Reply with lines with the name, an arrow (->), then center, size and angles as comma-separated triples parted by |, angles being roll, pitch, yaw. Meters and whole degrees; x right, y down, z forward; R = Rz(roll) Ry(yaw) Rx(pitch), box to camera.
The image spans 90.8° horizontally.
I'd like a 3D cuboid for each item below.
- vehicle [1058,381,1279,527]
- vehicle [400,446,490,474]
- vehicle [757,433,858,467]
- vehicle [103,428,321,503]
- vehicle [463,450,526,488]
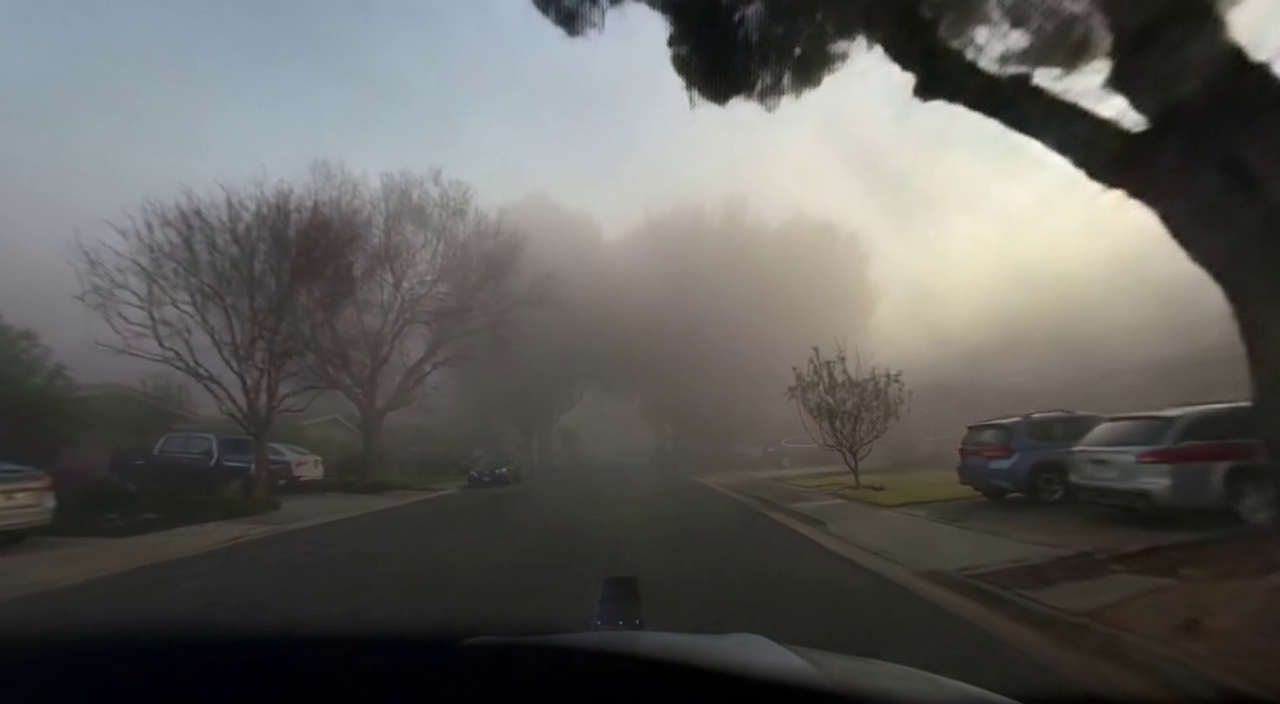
vehicle -> 8.571, 1.378, 8.620 | 4.334, 1.750, 1.900 | 1, -8, -1
vehicle -> -12.122, 6.749, 39.513 | 4.972, 1.623, 1.884 | 0, -9, 0
vehicle -> 8.501, 5.014, 32.318 | 4.599, 1.652, 1.903 | 1, -9, -3
vehicle -> -12.331, 3.281, 18.484 | 4.753, 2.028, 2.079 | 0, -9, 0
vehicle -> -6.257, 5.051, 27.523 | 1.878, 1.496, 3.535 | 0, -9, 1
